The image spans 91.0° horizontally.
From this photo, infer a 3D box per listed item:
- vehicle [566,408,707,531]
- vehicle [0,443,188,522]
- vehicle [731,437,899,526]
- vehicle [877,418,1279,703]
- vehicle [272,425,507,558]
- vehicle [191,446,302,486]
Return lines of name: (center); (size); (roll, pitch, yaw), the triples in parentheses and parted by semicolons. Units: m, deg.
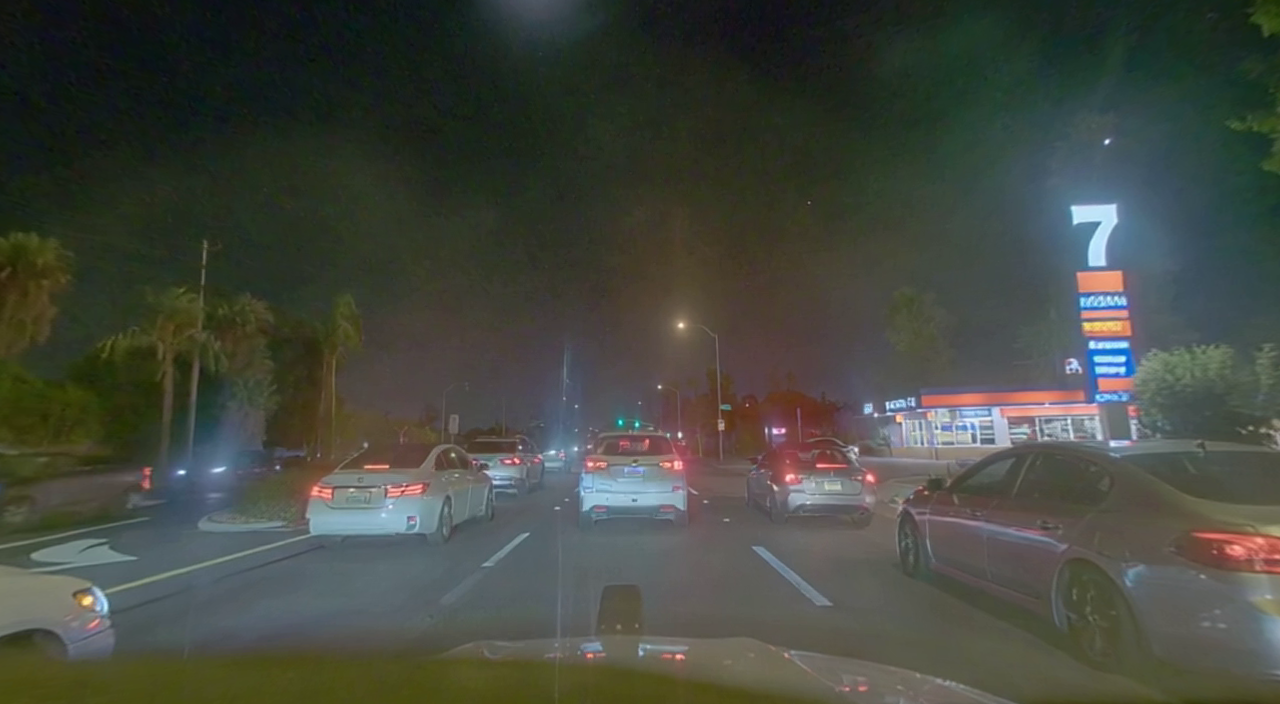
vehicle: (-0.105, 2.122, 11.895); (2.164, 1.867, 4.254); (0, -8, -1)
vehicle: (-12.871, 2.846, 14.336); (1.892, 1.495, 4.372); (0, -8, 0)
vehicle: (3.281, 2.514, 12.932); (1.977, 1.480, 4.589); (0, -8, -2)
vehicle: (3.583, 1.314, 4.709); (1.867, 1.448, 4.436); (0, -8, 0)
vehicle: (-3.329, 1.914, 9.382); (1.864, 1.505, 4.202); (0, -8, -2)
vehicle: (-16.301, 4.712, 26.404); (1.813, 1.480, 4.486); (0, -8, -1)
